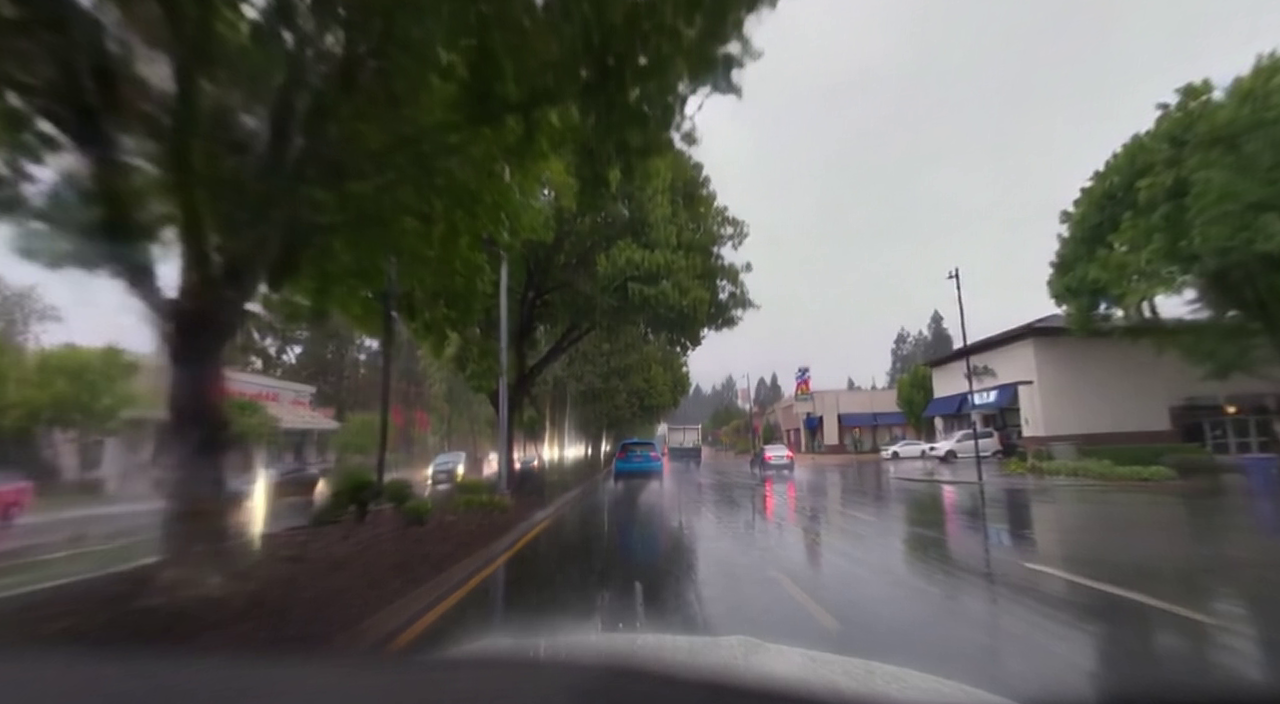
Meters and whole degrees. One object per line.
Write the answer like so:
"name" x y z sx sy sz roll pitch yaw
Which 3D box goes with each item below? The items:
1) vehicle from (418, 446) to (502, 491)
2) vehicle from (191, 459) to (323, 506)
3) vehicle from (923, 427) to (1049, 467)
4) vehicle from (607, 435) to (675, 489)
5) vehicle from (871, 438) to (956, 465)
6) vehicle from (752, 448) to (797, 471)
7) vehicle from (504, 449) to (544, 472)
"vehicle" -7.482 4.855 26.785 2.078 1.694 4.611 0 -9 2
"vehicle" -13.893 4.722 23.326 1.974 1.449 4.567 0 -9 1
"vehicle" 19.668 5.413 36.171 5.677 2.171 2.393 0 -8 4
"vehicle" -0.012 3.954 23.063 2.266 1.762 4.131 0 -9 -1
"vehicle" 19.452 7.058 45.073 4.932 1.514 2.327 -3 -7 -5
"vehicle" 9.141 7.347 43.385 2.045 1.484 4.342 0 -9 -1
"vehicle" -8.113 7.578 44.525 1.948 1.508 4.749 0 -9 0
